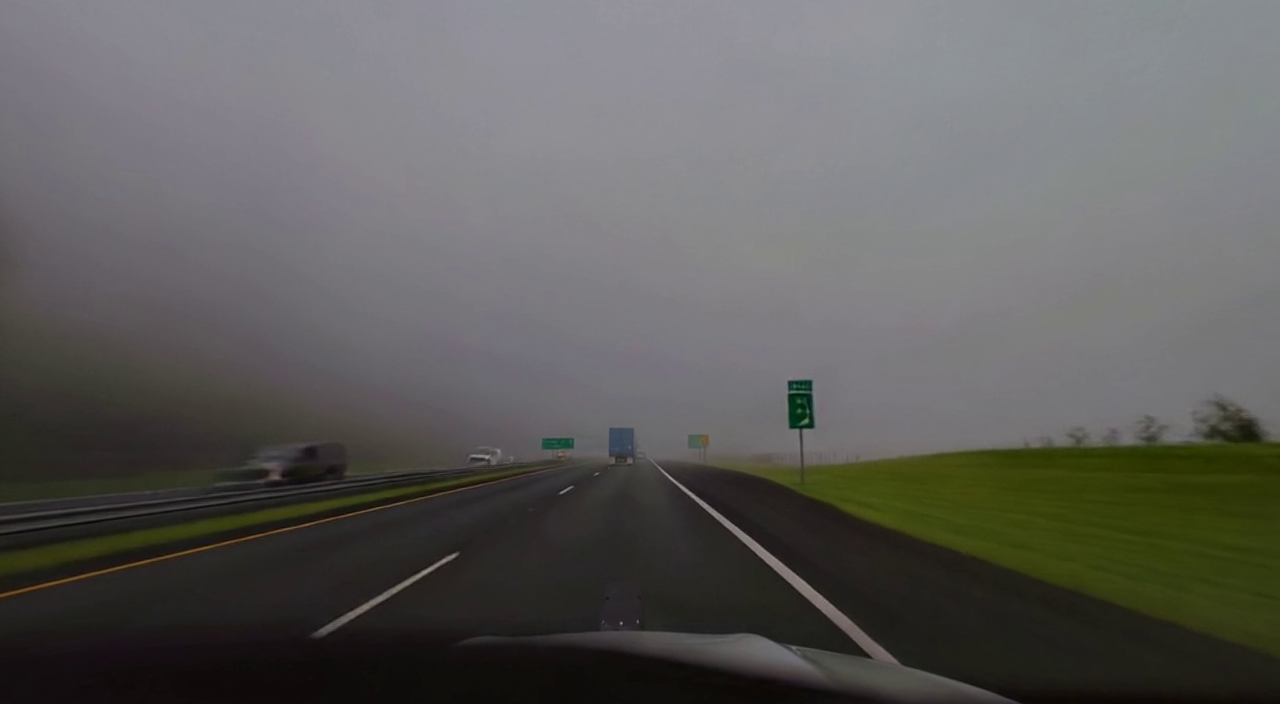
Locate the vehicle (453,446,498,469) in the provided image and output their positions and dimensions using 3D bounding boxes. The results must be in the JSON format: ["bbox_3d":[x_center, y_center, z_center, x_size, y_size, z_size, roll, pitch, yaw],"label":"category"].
[{"bbox_3d":[-12.203,7.843,47.171,2.111,1.612,4.711,0,-9,0],"label":"vehicle"}]

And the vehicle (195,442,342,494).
[{"bbox_3d":[-12.048,3.783,20.899,2.108,1.493,4.427,0,-9,1],"label":"vehicle"}]
